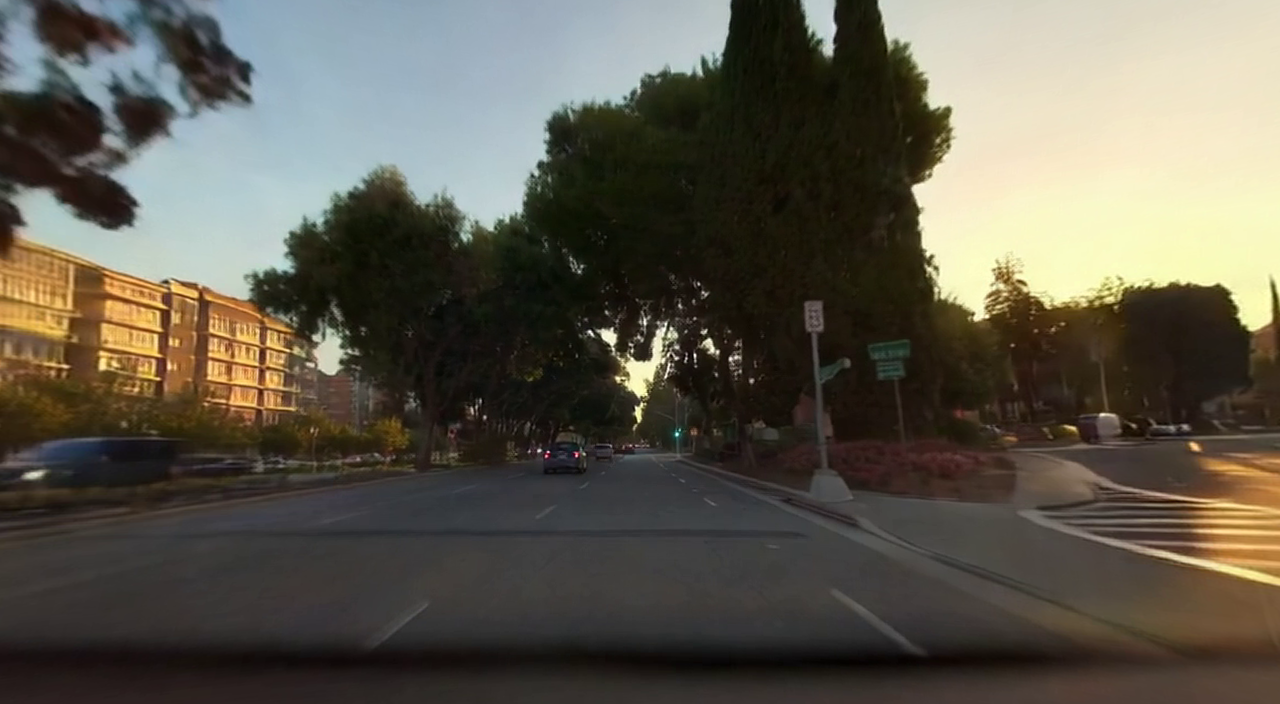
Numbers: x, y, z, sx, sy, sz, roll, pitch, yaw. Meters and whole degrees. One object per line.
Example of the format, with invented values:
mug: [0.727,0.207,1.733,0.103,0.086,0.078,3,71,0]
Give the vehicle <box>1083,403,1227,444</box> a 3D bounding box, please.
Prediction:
vehicle: [25.069,3.618,31.160,2.195,1.814,5.872,0,-8,1]

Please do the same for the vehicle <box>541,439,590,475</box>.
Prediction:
vehicle: [-3.806,5.429,32.906,1.959,1.741,4.141,0,-8,1]

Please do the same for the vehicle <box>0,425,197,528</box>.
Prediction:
vehicle: [-12.217,2.557,13.560,2.071,1.817,4.634,0,-8,-1]
